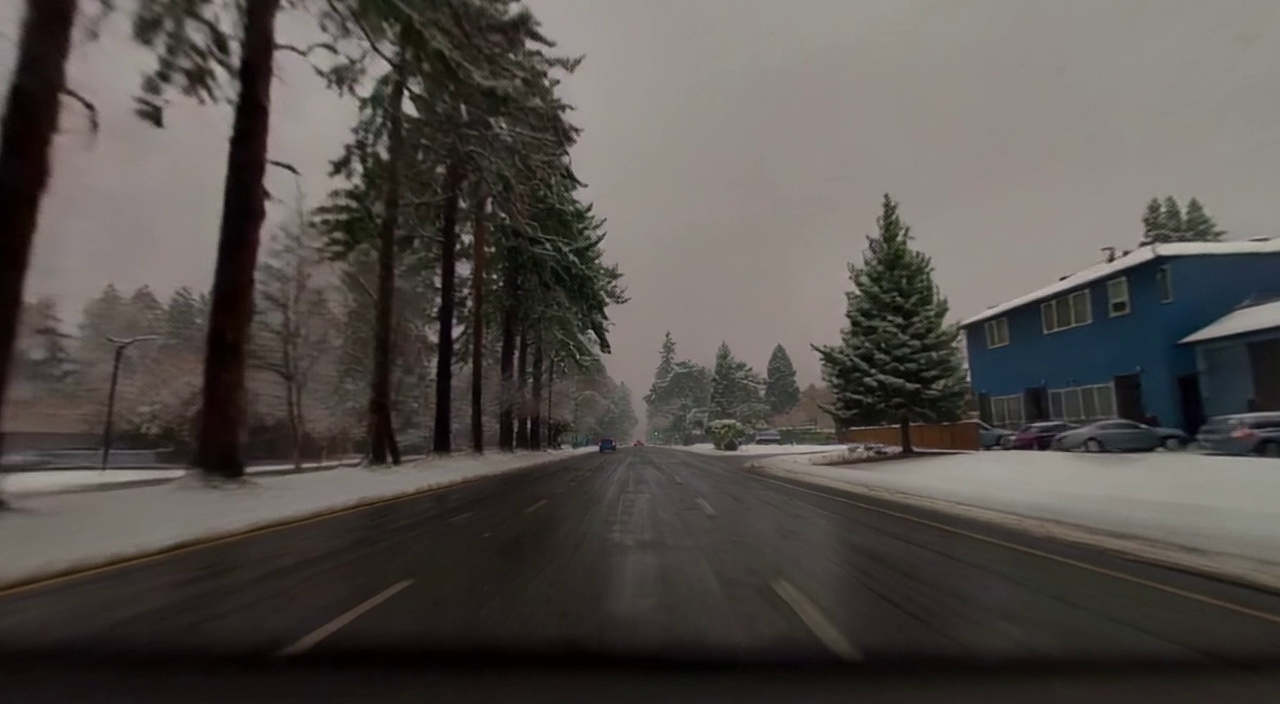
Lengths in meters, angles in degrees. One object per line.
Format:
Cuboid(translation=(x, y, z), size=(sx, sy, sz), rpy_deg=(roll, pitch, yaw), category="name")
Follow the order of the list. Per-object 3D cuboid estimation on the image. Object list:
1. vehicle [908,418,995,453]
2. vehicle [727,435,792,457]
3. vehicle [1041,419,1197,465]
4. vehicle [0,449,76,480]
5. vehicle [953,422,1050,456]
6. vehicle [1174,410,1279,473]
Cuboid(translation=(17.472, 4.765, 35.762), size=(2.094, 1.813, 5.789), rpy_deg=(-1, -8, 1), category="vehicle")
Cuboid(translation=(8.725, 6.933, 46.435), size=(4.575, 1.514, 1.932), rpy_deg=(-1, -8, 7), category="vehicle")
Cuboid(translation=(16.956, 3.237, 22.701), size=(1.804, 1.468, 4.699), rpy_deg=(0, -8, -2), category="vehicle")
Cuboid(translation=(-37.625, 6.817, 38.520), size=(1.900, 1.685, 4.572), rpy_deg=(0, -8, 1), category="vehicle")
Cuboid(translation=(17.028, 4.177, 30.011), size=(1.825, 1.458, 4.689), rpy_deg=(0, -8, 0), category="vehicle")
Cuboid(translation=(16.598, 2.277, 16.087), size=(1.968, 1.511, 4.497), rpy_deg=(0, -8, 1), category="vehicle")
